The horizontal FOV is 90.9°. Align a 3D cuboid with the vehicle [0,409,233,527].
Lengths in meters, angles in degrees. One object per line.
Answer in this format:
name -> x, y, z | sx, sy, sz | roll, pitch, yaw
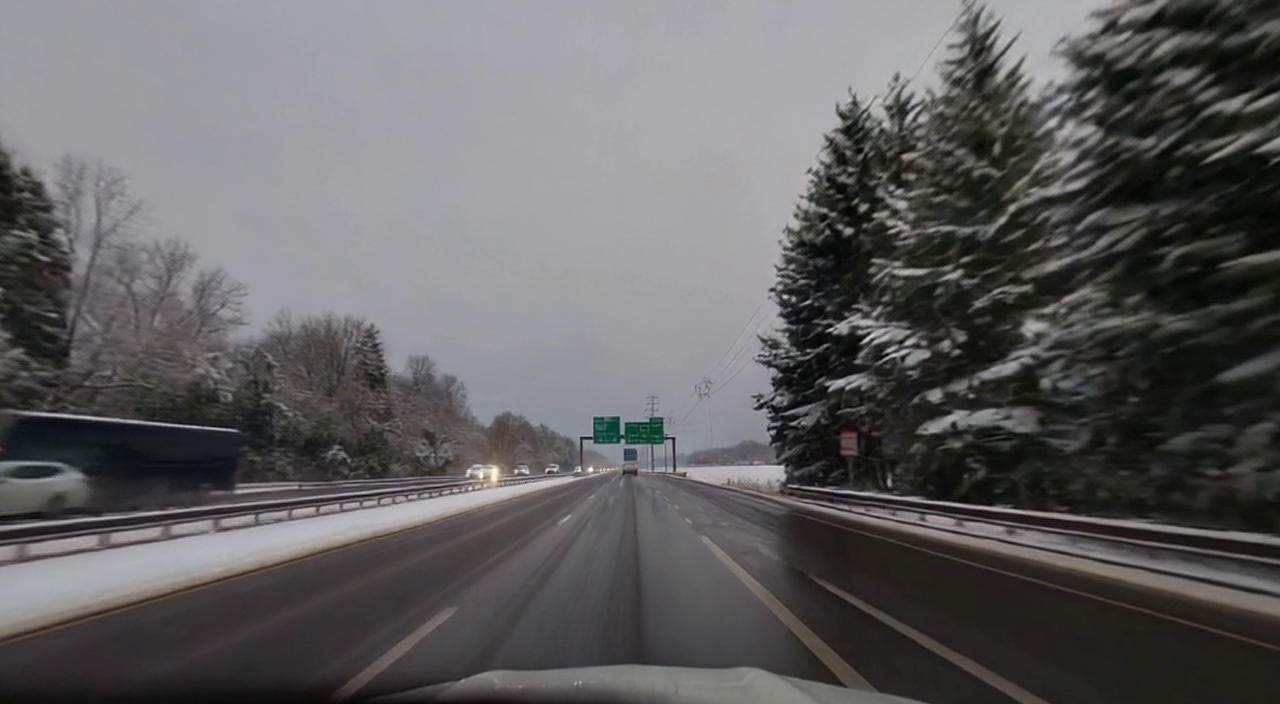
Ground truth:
vehicle -> -16.525, 3.585, 19.570 | 2.646, 2.925, 7.512 | 1, -11, -1
